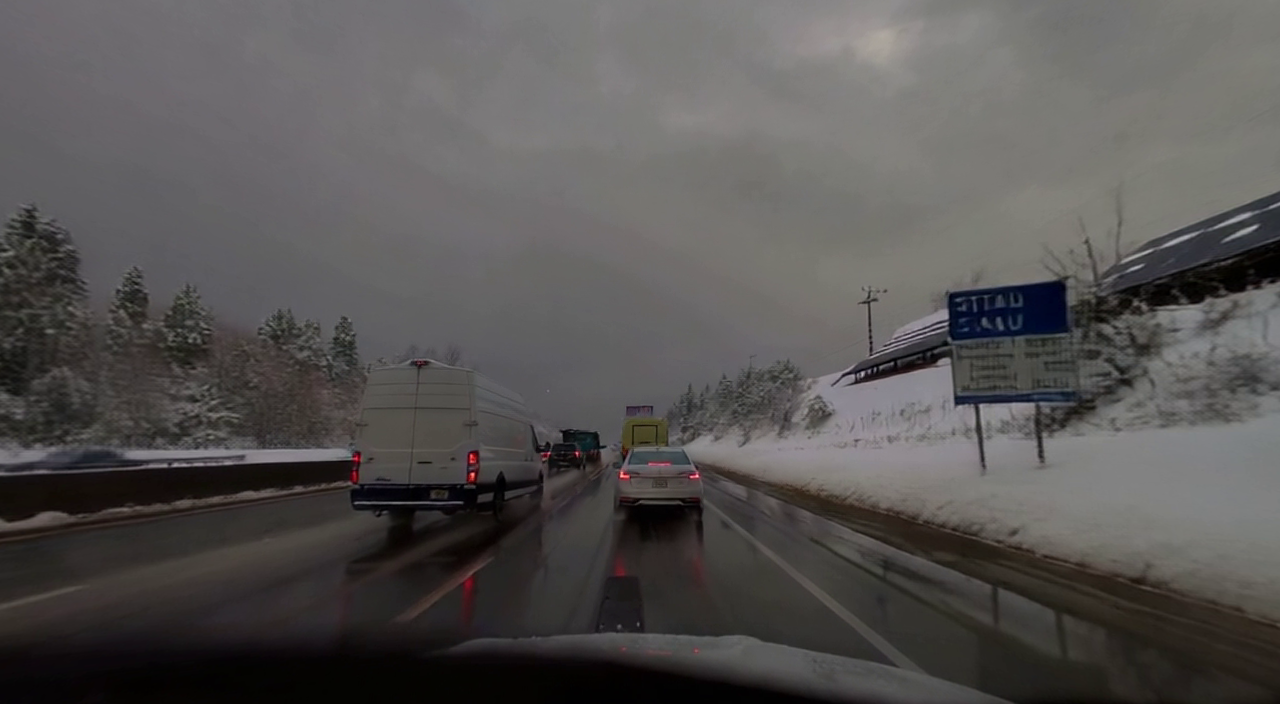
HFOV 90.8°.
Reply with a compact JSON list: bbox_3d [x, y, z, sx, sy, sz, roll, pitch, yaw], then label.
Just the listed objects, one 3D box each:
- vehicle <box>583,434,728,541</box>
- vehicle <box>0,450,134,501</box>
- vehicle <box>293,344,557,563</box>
[{"bbox_3d":[0.208,2.222,10.858,2.063,1.507,3.488,0,-9,0],"label":"vehicle"},{"bbox_3d":[-19.567,4.020,20.952,1.841,1.476,4.383,0,-9,1],"label":"vehicle"},{"bbox_3d":[-3.143,1.782,11.391,2.289,2.757,6.726,0,-9,1],"label":"vehicle"}]
